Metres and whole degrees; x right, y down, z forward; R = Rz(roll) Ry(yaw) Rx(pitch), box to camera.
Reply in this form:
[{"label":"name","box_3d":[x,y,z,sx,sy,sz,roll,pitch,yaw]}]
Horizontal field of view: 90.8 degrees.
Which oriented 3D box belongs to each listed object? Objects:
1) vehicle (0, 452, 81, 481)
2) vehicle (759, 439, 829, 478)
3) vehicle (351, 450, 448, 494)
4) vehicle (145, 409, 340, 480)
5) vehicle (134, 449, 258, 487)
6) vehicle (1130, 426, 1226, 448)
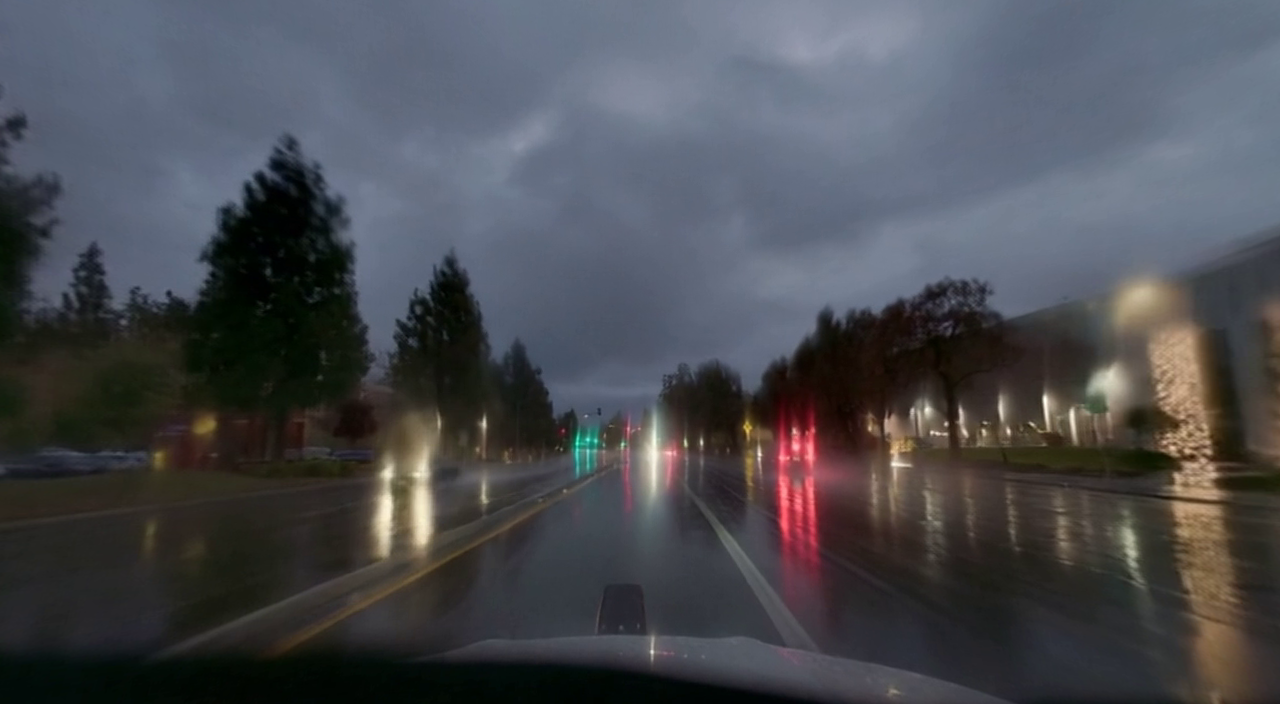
[{"label":"vehicle","box_3d":[-33.243,6.156,34.142,4.106,1.474,1.835,0,-9,-3]},{"label":"vehicle","box_3d":[7.022,4.919,29.348,2.181,1.639,4.127,0,-9,0]},{"label":"vehicle","box_3d":[-9.092,4.537,24.334,1.865,1.503,4.375,-1,-9,2]},{"label":"vehicle","box_3d":[-20.828,4.885,33.482,8.324,3.550,2.670,0,-9,-1]},{"label":"vehicle","box_3d":[-19.591,5.114,27.995,4.259,1.396,1.815,-4,-8,5]},{"label":"vehicle","box_3d":[39.139,6.240,46.081,1.814,1.469,4.858,5,-10,-34]}]
